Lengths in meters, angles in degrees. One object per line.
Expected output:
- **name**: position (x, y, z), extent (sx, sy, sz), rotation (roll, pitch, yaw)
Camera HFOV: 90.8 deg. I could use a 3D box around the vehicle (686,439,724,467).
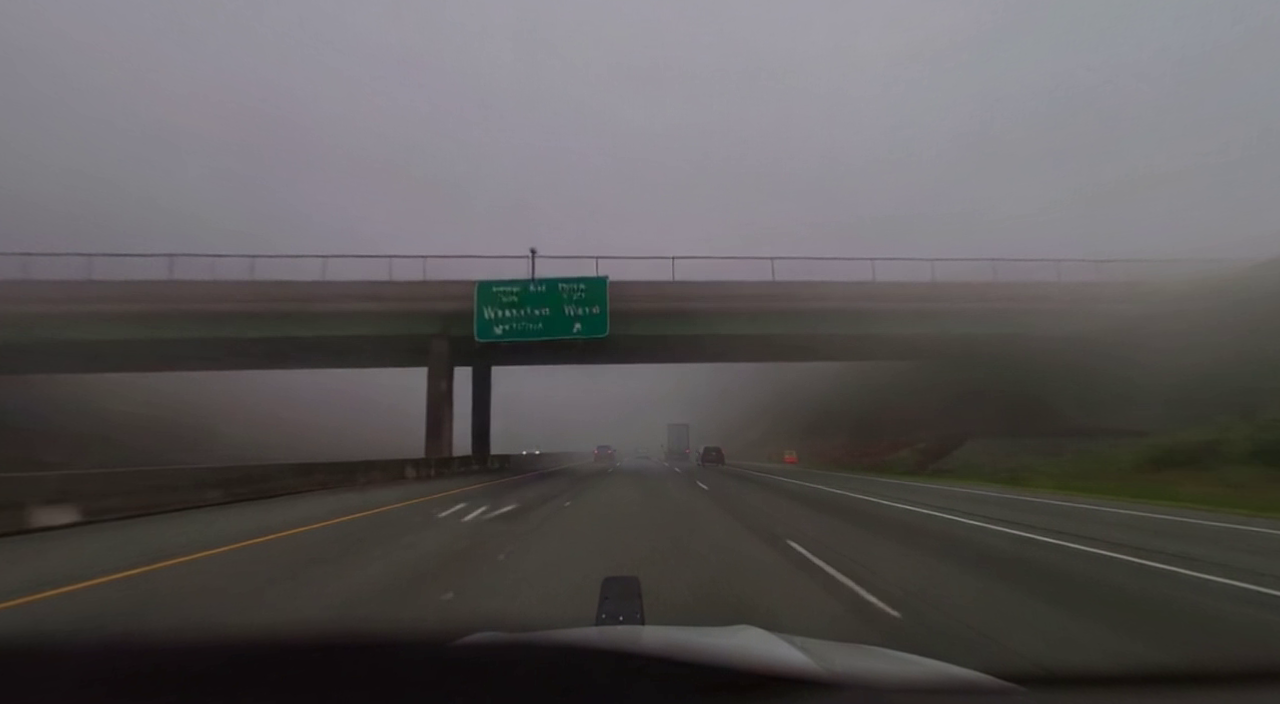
- **vehicle**: position (4.639, 7.260, 45.519), extent (2.100, 1.889, 4.969), rotation (0, -9, -1)
